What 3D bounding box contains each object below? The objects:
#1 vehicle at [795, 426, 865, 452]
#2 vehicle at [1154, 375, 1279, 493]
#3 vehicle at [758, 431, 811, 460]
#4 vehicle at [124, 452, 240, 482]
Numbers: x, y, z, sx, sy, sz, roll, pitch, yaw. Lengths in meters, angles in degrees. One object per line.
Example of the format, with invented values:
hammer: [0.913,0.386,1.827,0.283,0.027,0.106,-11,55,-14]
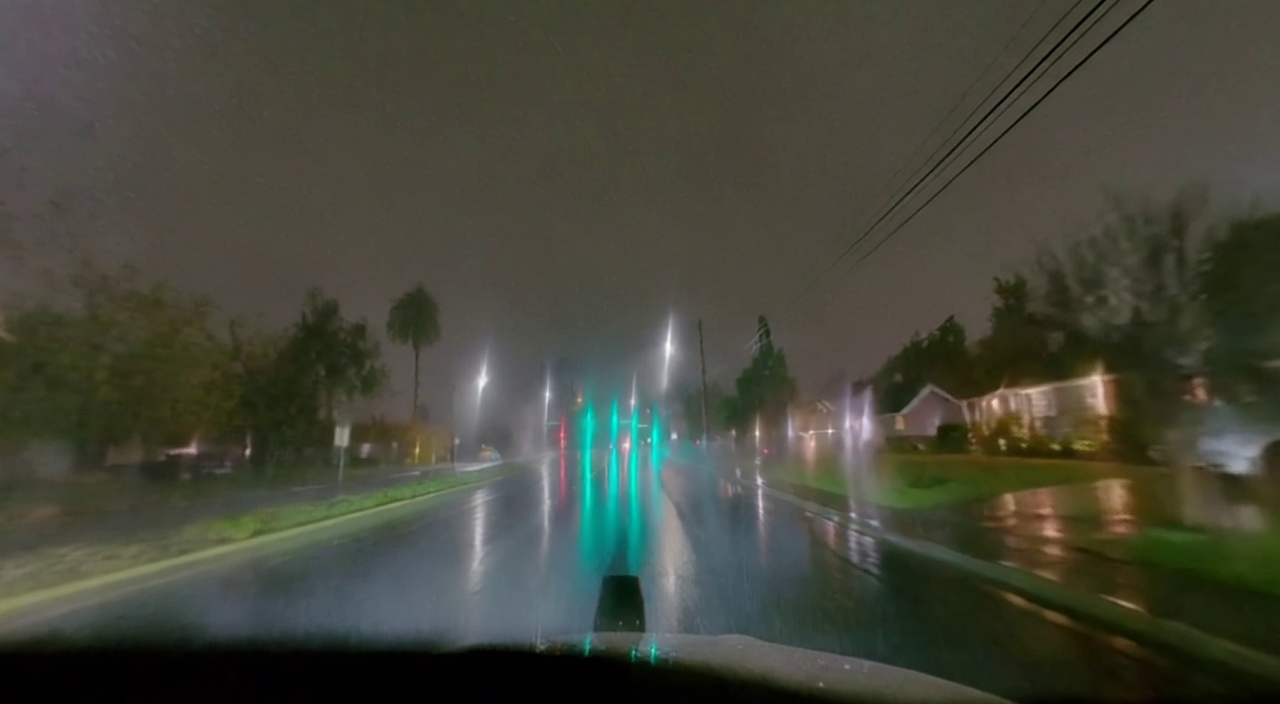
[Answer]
vehicle: [14.576,6.723,48.714,4.723,1.883,2.011,0,-8,-2]
vehicle: [11.275,1.324,10.068,4.426,1.674,2.091,1,-8,-5]
vehicle: [9.164,5.957,40.479,1.971,1.641,5.191,-4,-8,-2]
vehicle: [-24.061,6.058,33.327,4.595,1.491,1.902,0,-8,-1]
